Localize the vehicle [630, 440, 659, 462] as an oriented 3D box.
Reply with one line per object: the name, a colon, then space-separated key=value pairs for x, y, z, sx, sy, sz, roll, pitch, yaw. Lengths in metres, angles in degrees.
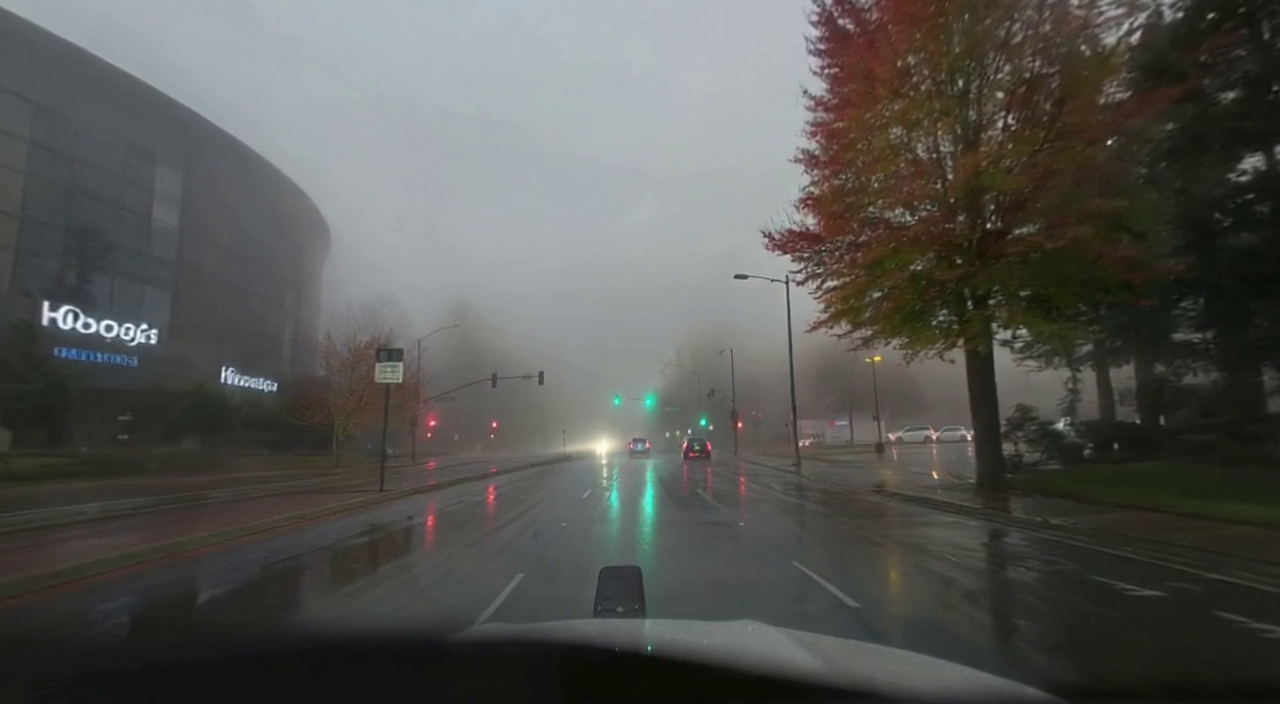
vehicle: x=0.325 y=7.467 z=47.583 sx=2.014 sy=1.525 sz=4.197 roll=0 pitch=-9 yaw=-2
